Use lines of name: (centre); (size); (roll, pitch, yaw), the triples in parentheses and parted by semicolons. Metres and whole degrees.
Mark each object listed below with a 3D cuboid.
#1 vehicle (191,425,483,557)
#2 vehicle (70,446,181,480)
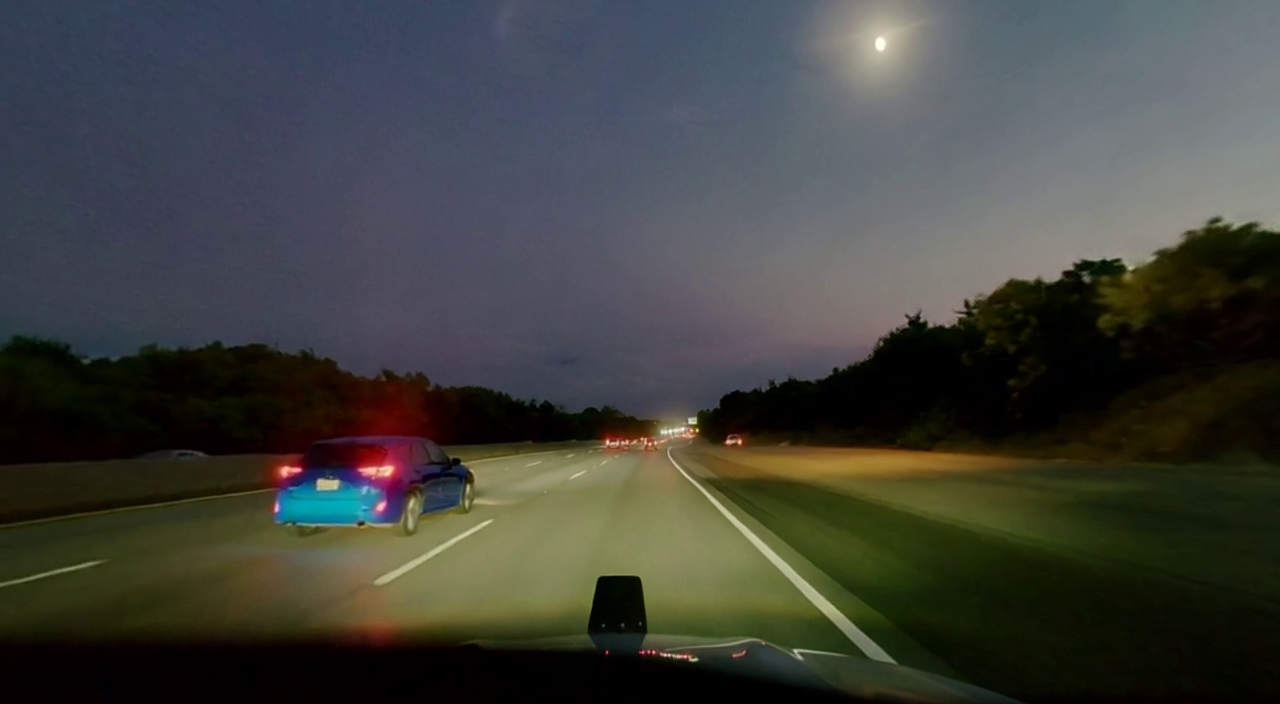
vehicle: (-3.966, 1.882, 9.332); (1.996, 1.454, 4.495); (0, -8, 1)
vehicle: (-23.173, 4.984, 28.556); (1.768, 1.432, 3.791); (0, -8, 1)
